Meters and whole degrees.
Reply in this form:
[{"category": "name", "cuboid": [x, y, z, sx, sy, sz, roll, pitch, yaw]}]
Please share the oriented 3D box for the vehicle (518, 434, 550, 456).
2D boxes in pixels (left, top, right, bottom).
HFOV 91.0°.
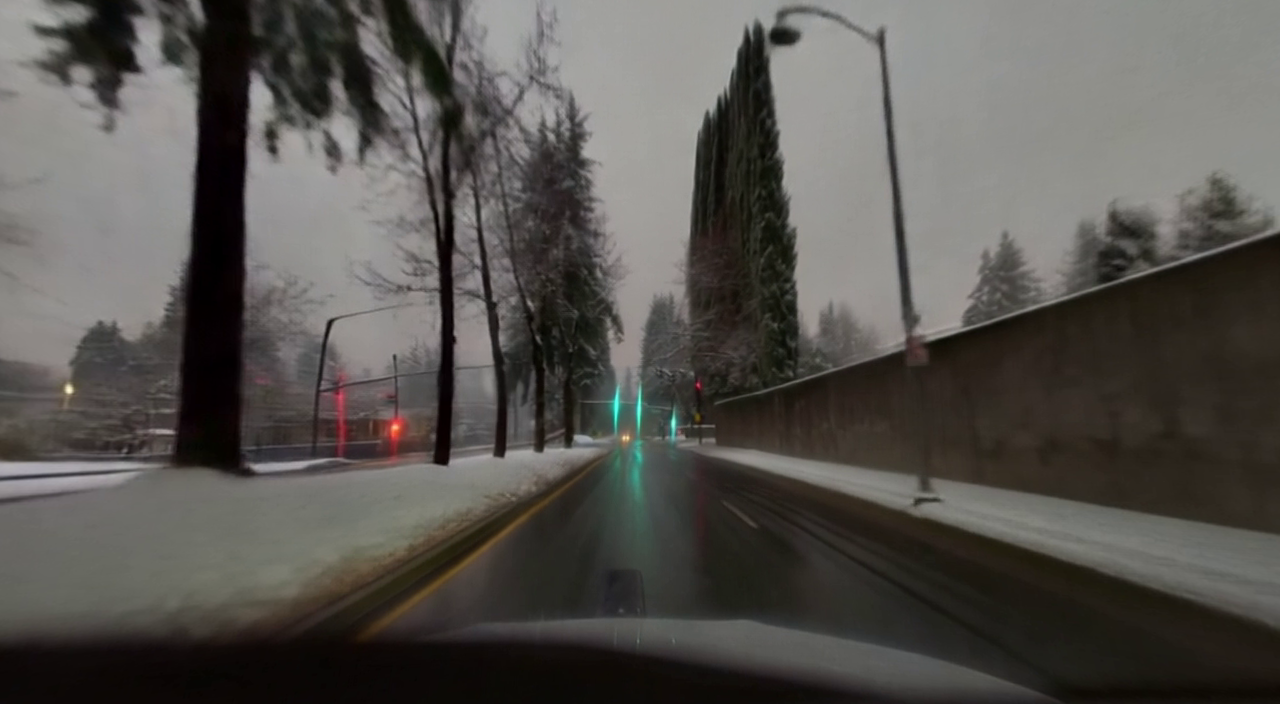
[{"category": "vehicle", "cuboid": [-7.904, 6.991, 47.202, 1.783, 1.501, 4.307, -1, -8, -1]}]
